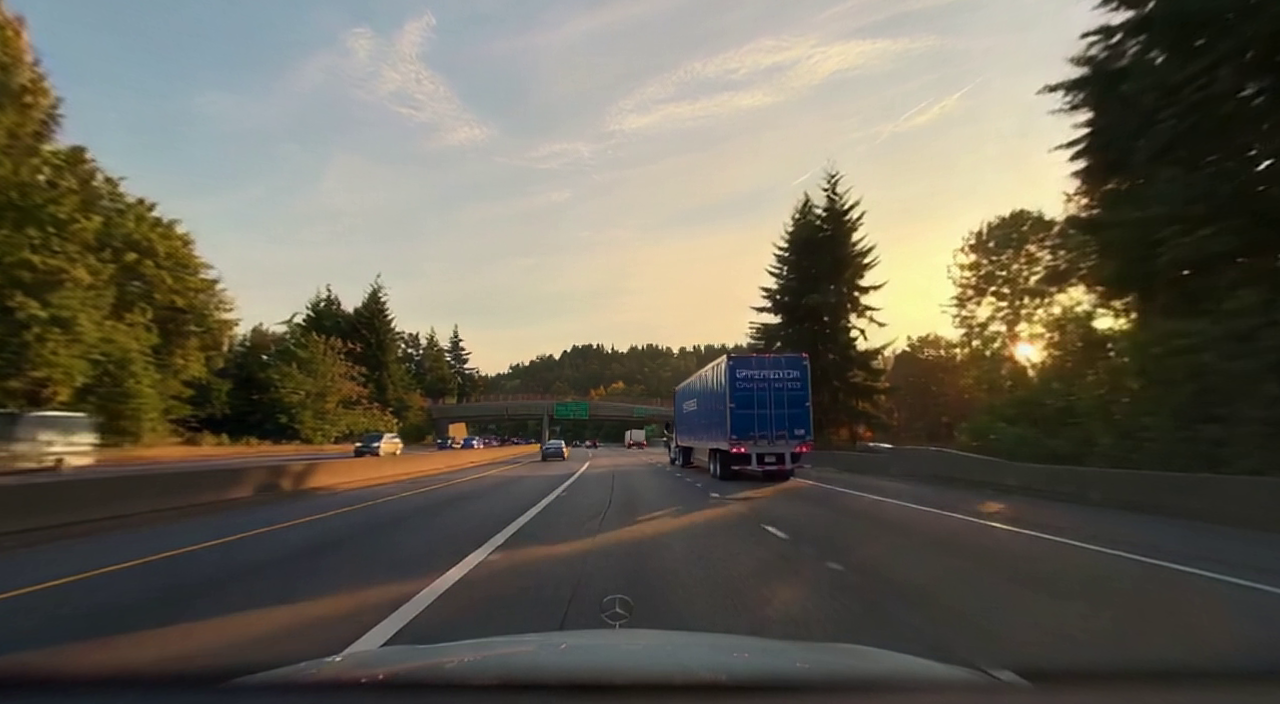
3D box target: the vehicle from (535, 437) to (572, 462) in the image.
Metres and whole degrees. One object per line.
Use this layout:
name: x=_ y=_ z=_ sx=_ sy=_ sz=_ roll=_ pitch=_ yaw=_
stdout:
vehicle: x=-5.600 y=6.348 z=41.225 sx=2.030 sy=1.547 sz=3.862 roll=0 pitch=-8 yaw=-3

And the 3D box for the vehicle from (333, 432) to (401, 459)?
vehicle: x=-15.730 y=5.396 z=36.554 sx=2.057 sy=1.490 sz=4.673 roll=0 pitch=-8 yaw=-3

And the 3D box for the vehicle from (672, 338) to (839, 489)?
vehicle: x=3.487 y=2.619 z=24.184 sx=2.910 sy=4.051 sz=14.278 roll=0 pitch=-8 yaw=-3
